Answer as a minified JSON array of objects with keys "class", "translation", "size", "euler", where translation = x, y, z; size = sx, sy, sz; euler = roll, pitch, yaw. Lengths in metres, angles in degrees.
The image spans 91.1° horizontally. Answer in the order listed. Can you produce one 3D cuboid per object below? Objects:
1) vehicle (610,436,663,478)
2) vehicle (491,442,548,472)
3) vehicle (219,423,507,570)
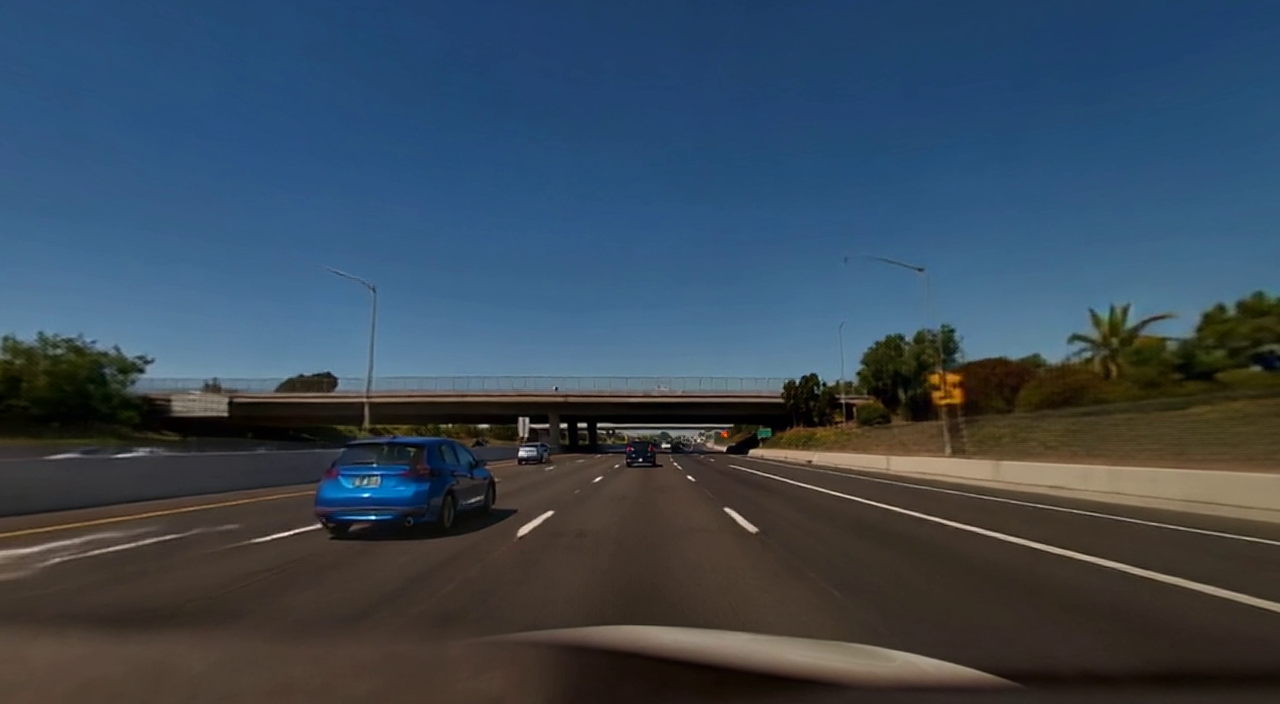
[{"class":"vehicle","translation":[-0.116,4.638,28.002],"size":[2.155,1.690,4.318],"euler":[0,-9,1]},{"class":"vehicle","translation":[-6.406,5.644,33.936],"size":[1.994,1.519,4.668],"euler":[0,-9,2]},{"class":"vehicle","translation":[-3.555,1.950,9.274],"size":[2.124,1.607,4.531],"euler":[0,-9,1]}]
